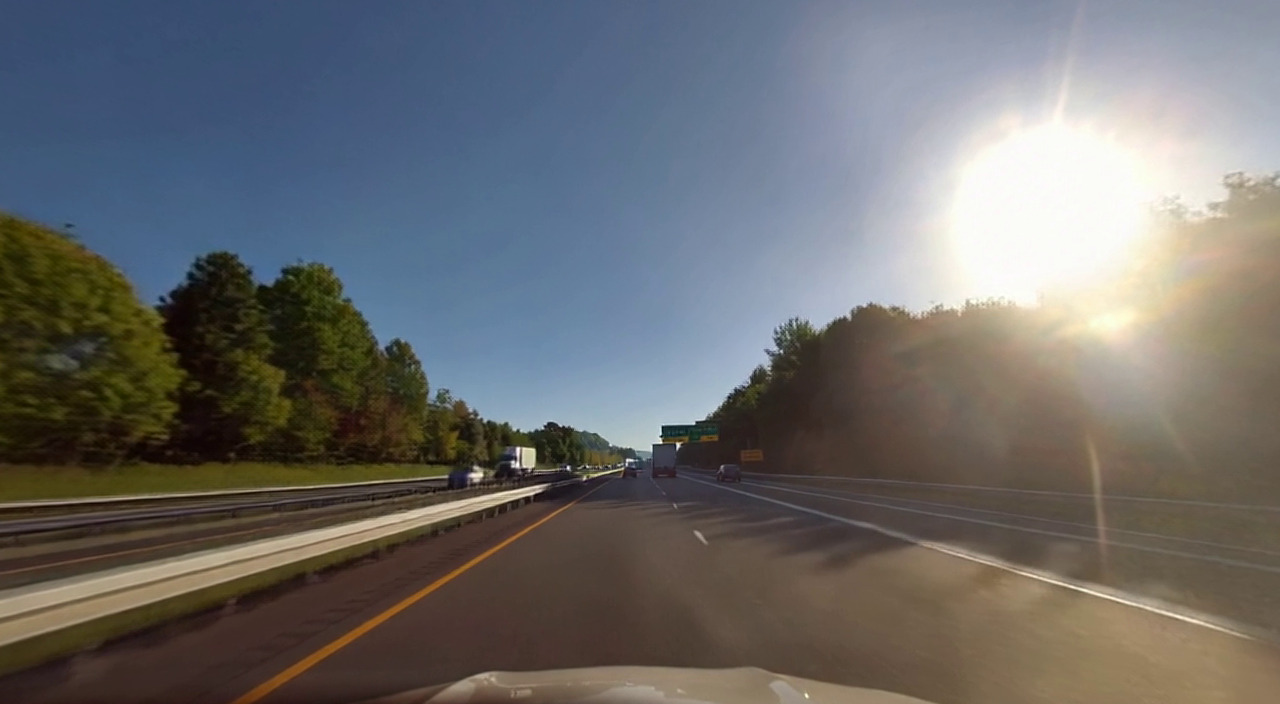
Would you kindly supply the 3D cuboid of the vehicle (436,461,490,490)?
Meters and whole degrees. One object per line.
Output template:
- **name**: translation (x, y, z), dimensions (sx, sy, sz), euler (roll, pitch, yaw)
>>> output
- **vehicle**: translation (-10.064, 7.067, 36.148), dimensions (1.892, 1.497, 3.878), euler (1, -10, 0)

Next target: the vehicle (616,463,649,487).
- **vehicle**: translation (-0.528, 7.969, 41.017), dimensions (2.025, 1.452, 3.927), euler (1, -10, -1)
